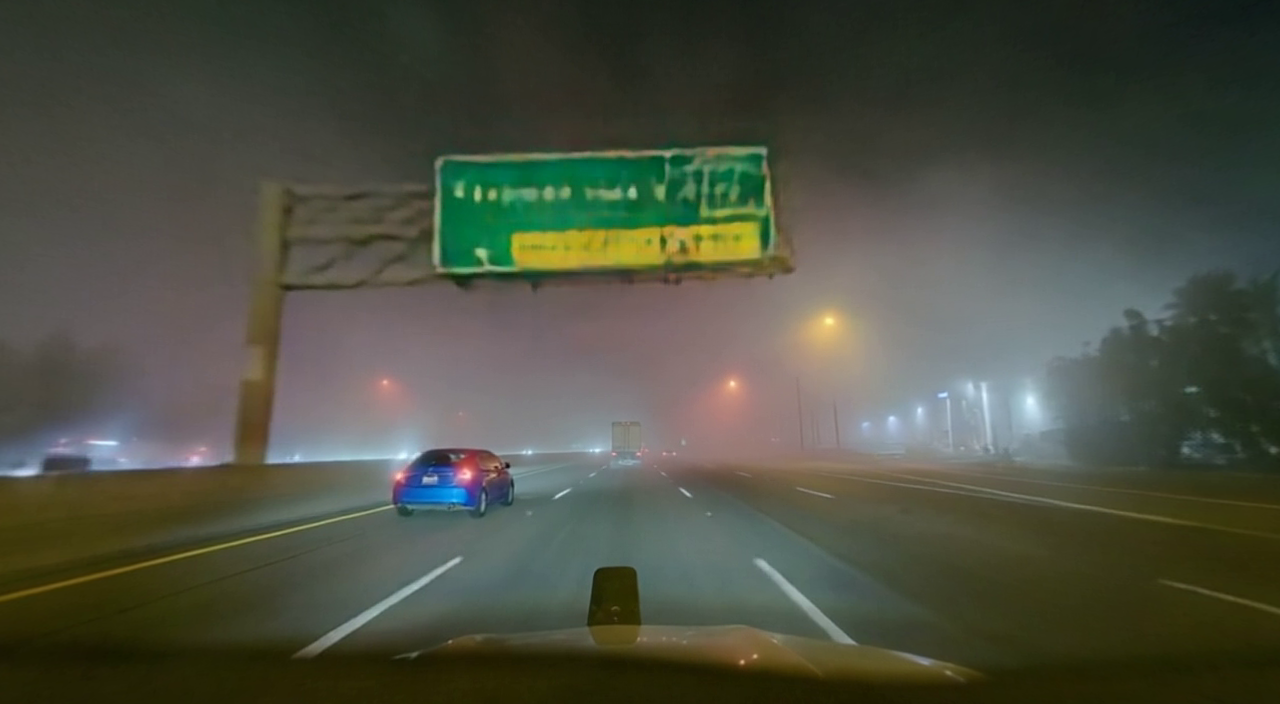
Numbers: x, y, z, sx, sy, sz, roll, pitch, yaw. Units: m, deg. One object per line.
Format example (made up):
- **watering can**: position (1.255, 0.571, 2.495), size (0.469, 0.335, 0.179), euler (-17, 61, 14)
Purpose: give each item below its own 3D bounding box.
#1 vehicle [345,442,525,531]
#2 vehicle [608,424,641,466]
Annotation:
- **vehicle**: position (-3.778, 2.543, 12.604), size (2.097, 1.447, 4.291), euler (0, -8, 1)
- **vehicle**: position (-1.217, 7.119, 48.246), size (2.364, 2.953, 6.495), euler (0, -8, -2)
